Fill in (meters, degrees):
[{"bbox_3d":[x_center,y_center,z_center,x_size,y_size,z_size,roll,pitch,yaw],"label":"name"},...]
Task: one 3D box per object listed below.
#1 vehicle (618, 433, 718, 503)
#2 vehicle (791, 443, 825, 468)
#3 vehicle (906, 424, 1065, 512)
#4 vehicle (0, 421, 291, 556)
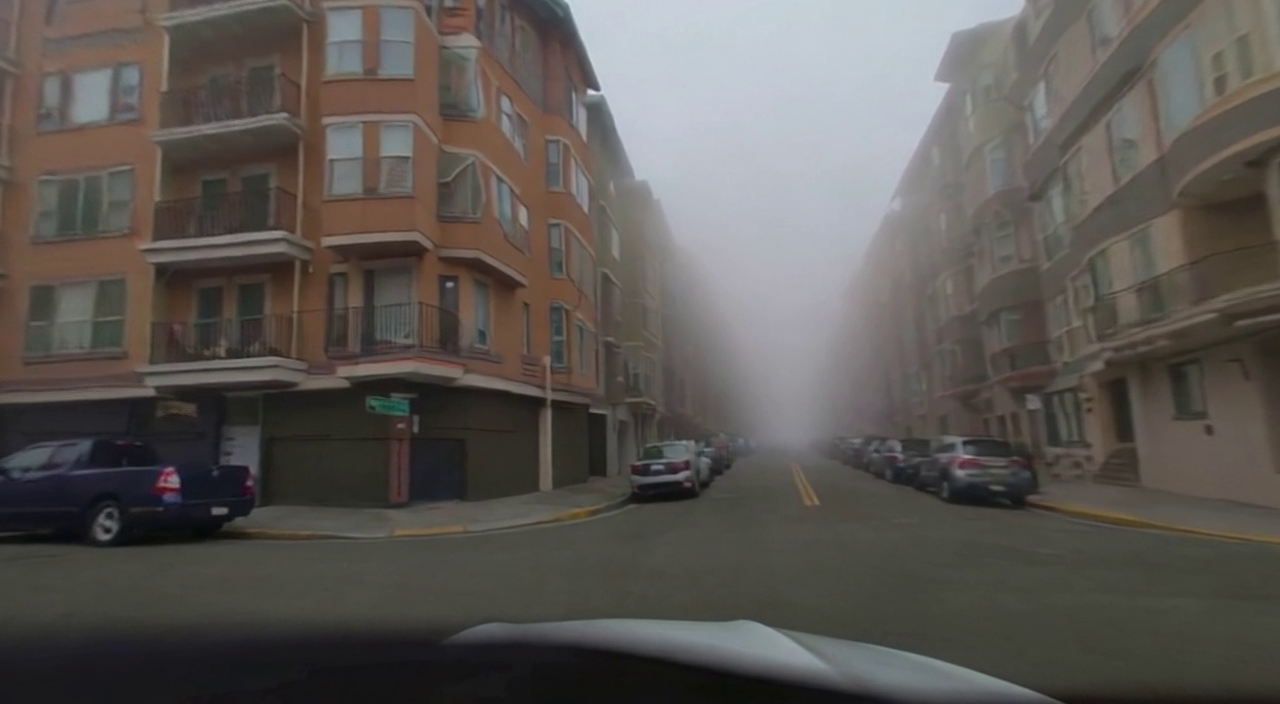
[{"bbox_3d":[0.783,2.699,15.241,1.882,1.459,3.518,-2,-8,11],"label":"vehicle"},{"bbox_3d":[12.596,7.715,47.293,2.341,1.675,4.360,-2,-8,14],"label":"vehicle"},{"bbox_3d":[7.051,2.368,13.342,1.868,1.544,3.869,-2,-9,12],"label":"vehicle"},{"bbox_3d":[-7.932,1.870,9.256,4.679,1.631,2.025,-2,-8,14],"label":"vehicle"}]
